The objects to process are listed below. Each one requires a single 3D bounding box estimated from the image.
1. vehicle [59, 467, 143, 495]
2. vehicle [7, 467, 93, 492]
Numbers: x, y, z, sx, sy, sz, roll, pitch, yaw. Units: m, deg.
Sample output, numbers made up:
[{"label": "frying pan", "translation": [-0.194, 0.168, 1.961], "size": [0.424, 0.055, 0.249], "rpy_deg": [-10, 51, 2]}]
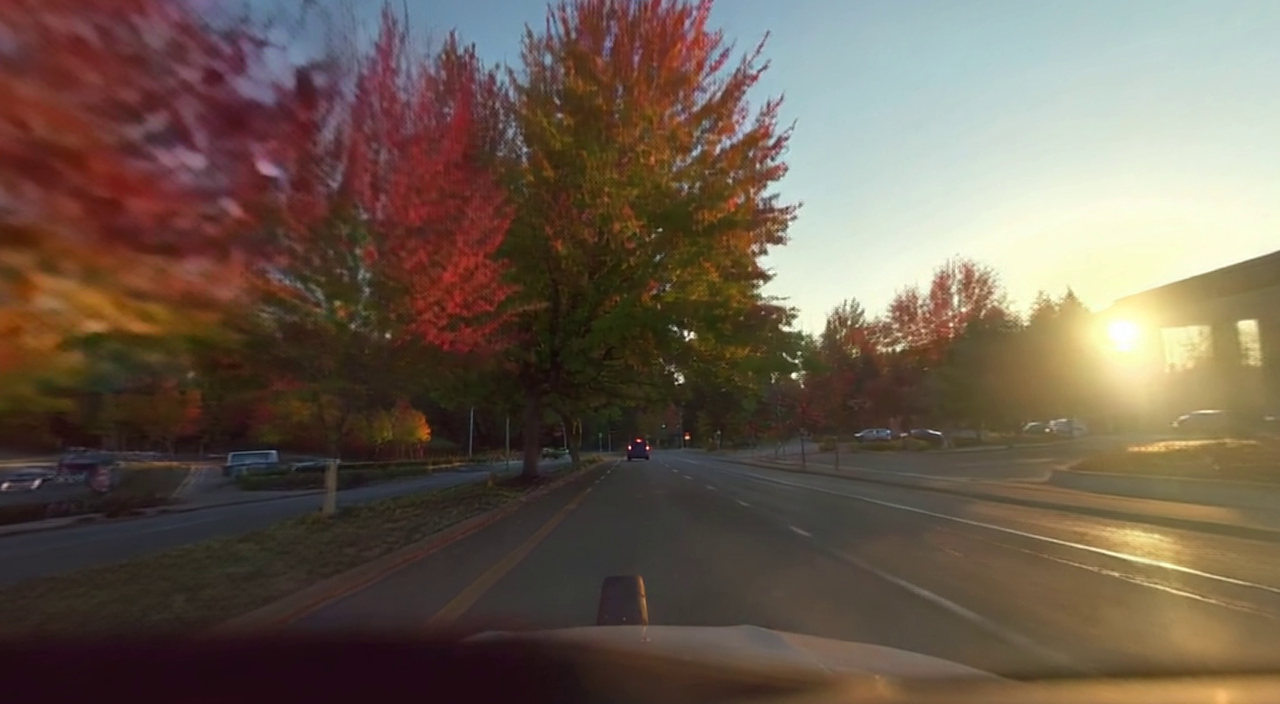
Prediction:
[{"label": "vehicle", "translation": [-34.496, 8.231, 40.512], "size": [1.784, 1.536, 3.893], "rpy_deg": [-1, -8, 2]}, {"label": "vehicle", "translation": [-44.856, 9.677, 48.095], "size": [1.963, 1.618, 4.563], "rpy_deg": [-1, -8, 4]}]
